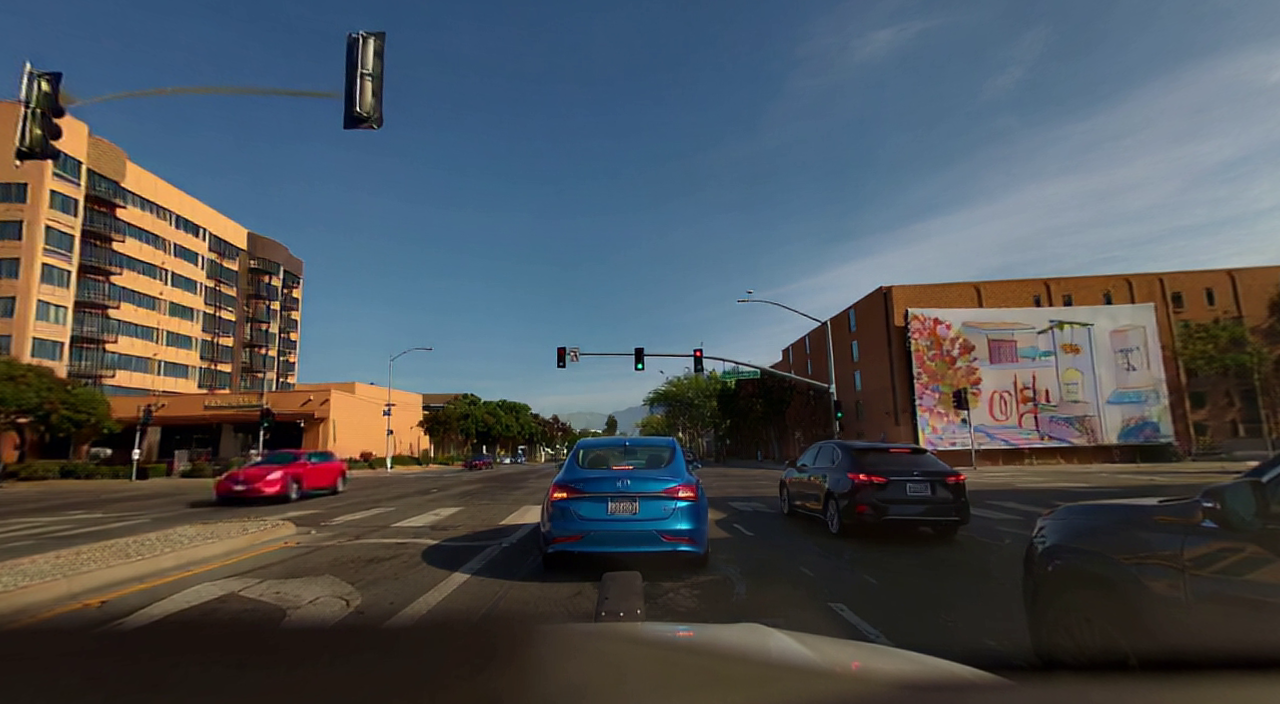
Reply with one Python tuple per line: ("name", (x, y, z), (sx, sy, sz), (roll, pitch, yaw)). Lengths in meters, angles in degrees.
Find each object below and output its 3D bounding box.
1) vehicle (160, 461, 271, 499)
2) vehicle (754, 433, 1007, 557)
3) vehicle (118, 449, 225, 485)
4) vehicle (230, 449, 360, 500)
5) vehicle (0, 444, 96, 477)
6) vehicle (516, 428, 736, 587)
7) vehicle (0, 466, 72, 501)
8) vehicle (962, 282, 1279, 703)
("vehicle", (-19.098, 5.754, 28.697), (1.942, 1.453, 4.448), (0, -9, 0))
("vehicle", (3.212, 1.999, 9.627), (2.009, 1.414, 4.416), (0, -8, -2))
("vehicle", (-27.508, 6.744, 37.349), (2.300, 1.932, 5.056), (-1, -8, 2))
("vehicle", (-11.640, 4.136, 21.743), (1.887, 1.516, 4.524), (0, -8, 0))
("vehicle", (-35.841, 6.410, 37.606), (2.145, 1.797, 5.198), (-1, -9, 1))
("vehicle", (-0.150, 1.778, 8.052), (2.095, 1.502, 3.873), (0, -8, 0))
("vehicle", (-28.022, 6.067, 29.440), (1.972, 1.433, 4.324), (8, -12, -39))
("vehicle", (3.003, 0.631, 1.605), (2.047, 1.785, 4.357), (0, -8, 0))
